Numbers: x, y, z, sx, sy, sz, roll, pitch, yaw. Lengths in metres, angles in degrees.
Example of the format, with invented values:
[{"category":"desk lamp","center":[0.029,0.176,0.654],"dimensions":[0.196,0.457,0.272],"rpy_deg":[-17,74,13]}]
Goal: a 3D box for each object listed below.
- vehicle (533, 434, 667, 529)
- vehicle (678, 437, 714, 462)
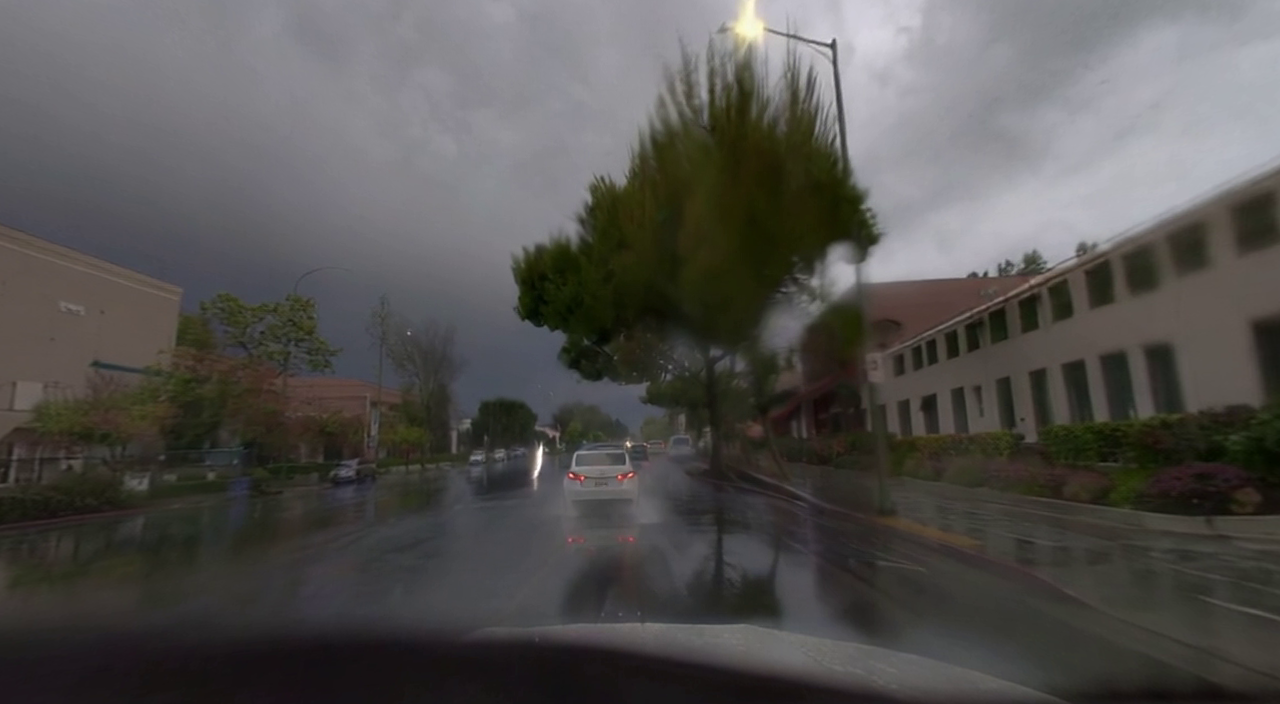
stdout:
[{"category":"vehicle","center":[-0.746,2.378,12.260],"dimensions":[2.116,1.479,4.358],"rpy_deg":[0,-8,-3]},{"category":"vehicle","center":[3.467,6.095,39.641],"dimensions":[1.972,1.484,3.974],"rpy_deg":[0,-8,1]}]
